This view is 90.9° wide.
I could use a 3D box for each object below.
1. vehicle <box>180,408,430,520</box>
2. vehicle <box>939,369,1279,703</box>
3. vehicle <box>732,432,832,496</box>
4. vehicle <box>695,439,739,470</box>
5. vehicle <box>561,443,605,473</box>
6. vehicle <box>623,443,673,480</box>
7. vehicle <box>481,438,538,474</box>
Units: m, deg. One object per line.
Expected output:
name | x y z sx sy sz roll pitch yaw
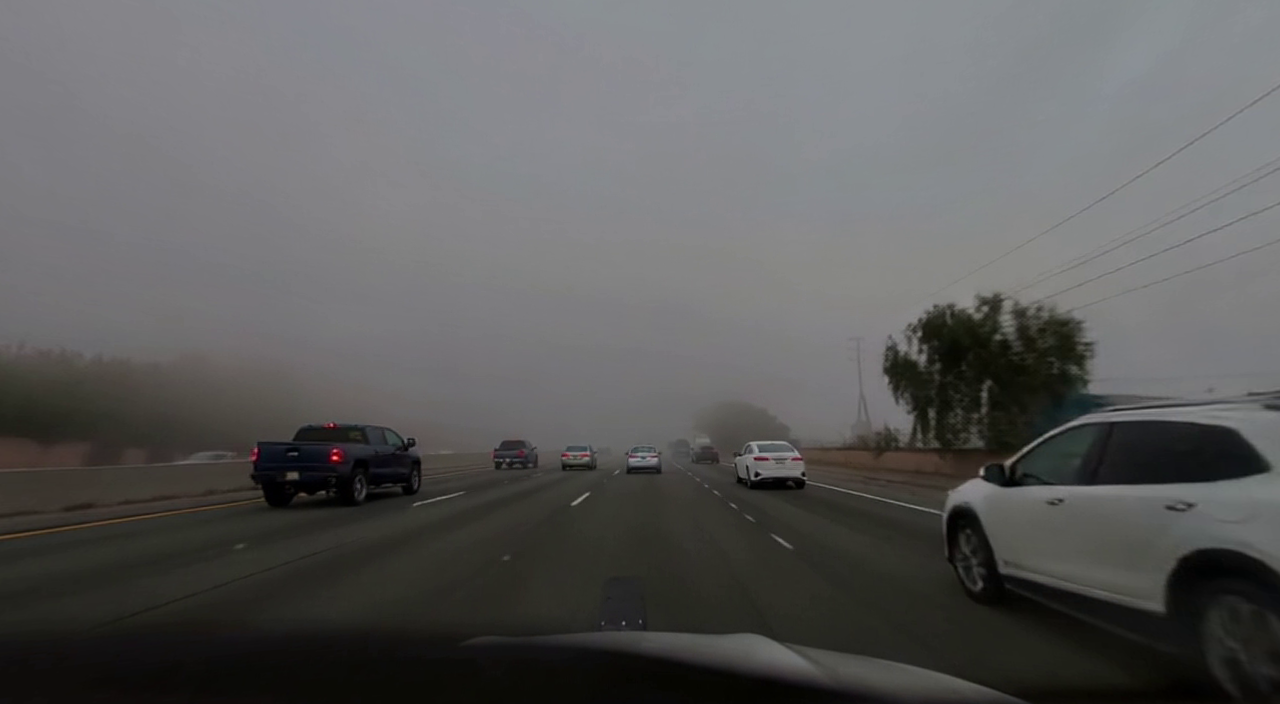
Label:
vehicle | -6.870 2.404 14.037 2.269 1.936 5.777 0 -9 2
vehicle | 3.619 0.980 3.263 2.051 1.595 4.301 0 -9 1
vehicle | 4.164 3.355 19.232 2.002 1.691 4.290 0 -9 0
vehicle | 4.671 6.298 38.935 2.195 1.778 4.455 0 -9 1
vehicle | -2.972 5.616 33.561 1.904 1.479 4.274 0 -9 1
vehicle | 0.326 4.650 27.000 1.966 1.444 3.986 0 -9 0
vehicle | -6.643 5.356 32.650 1.978 1.680 4.263 0 -9 1
